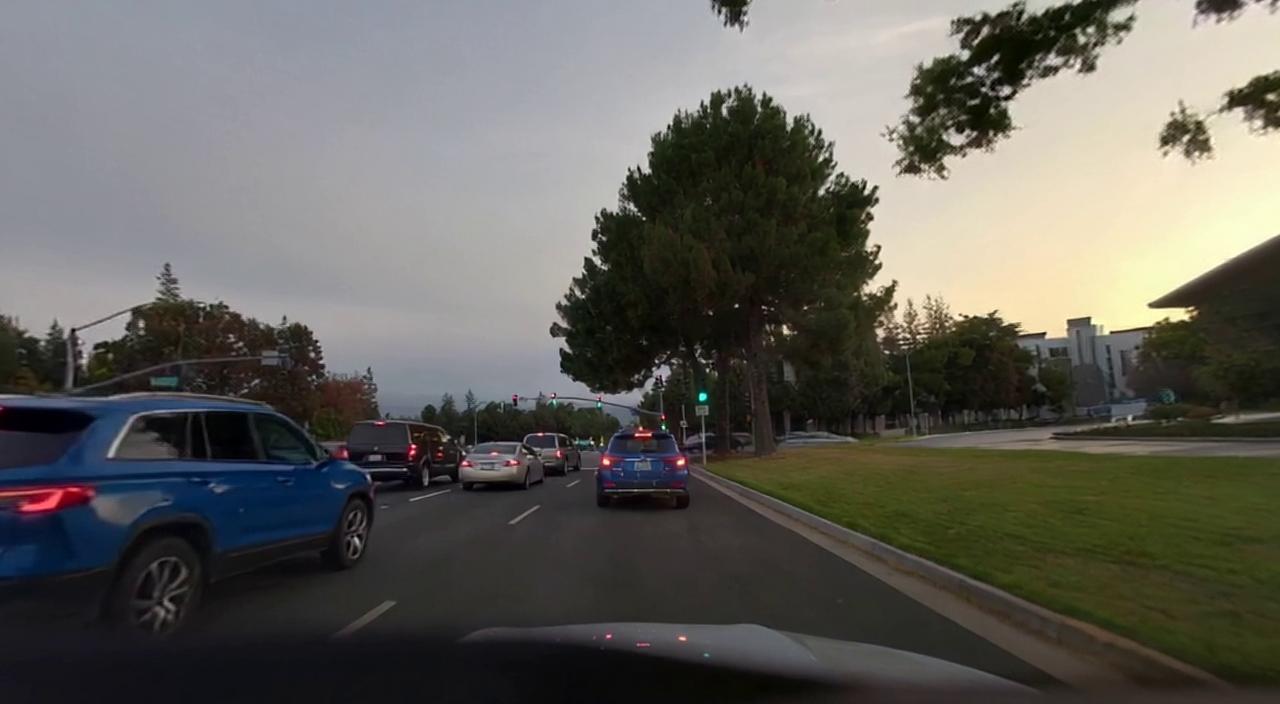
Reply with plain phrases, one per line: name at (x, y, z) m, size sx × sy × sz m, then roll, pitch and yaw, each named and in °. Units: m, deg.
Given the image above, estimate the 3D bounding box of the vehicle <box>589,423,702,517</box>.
vehicle at (0.095, 2.464, 13.663) m, size 2.055 × 1.681 × 4.270 m, roll 0°, pitch -9°, yaw 0°

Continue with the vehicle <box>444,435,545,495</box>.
vehicle at (-4.103, 3.254, 18.536) m, size 1.942 × 1.523 × 4.212 m, roll 0°, pitch -9°, yaw 0°

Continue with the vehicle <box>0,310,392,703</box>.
vehicle at (-4.067, 1.131, 5.175) m, size 2.088 × 1.947 × 5.119 m, roll 0°, pitch -9°, yaw -1°

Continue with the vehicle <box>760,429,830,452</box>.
vehicle at (10.489, 6.037, 43.005) m, size 4.265 × 1.498 × 1.826 m, roll -1°, pitch -9°, yaw 3°

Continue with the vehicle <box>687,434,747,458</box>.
vehicle at (5.841, 7.108, 47.924) m, size 4.198 × 1.751 × 1.935 m, roll -3°, pitch -9°, yaw 16°

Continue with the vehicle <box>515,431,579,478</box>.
vehicle at (-3.911, 4.398, 27.301) m, size 2.043 × 1.813 × 4.549 m, roll 0°, pitch -9°, yaw 0°
